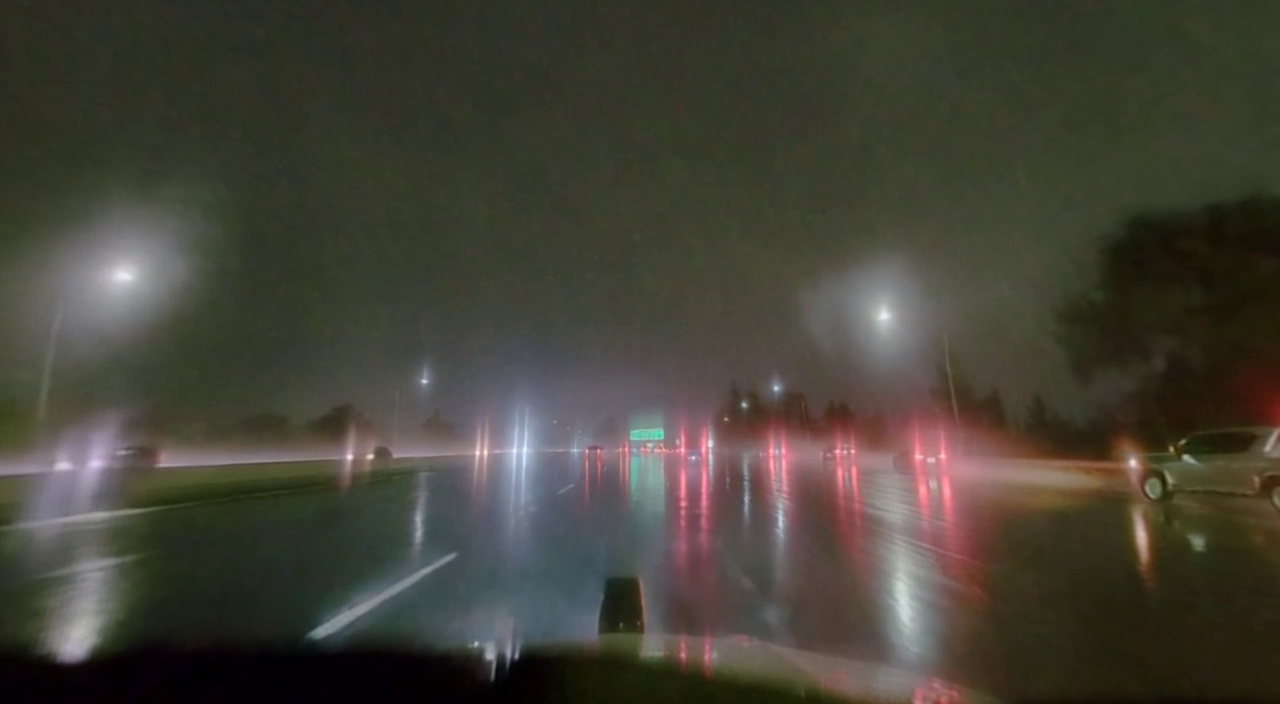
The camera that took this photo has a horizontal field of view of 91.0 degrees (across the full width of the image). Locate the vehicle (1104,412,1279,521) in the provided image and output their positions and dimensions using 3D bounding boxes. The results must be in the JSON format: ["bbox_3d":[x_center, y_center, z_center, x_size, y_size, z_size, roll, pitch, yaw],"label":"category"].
[{"bbox_3d":[14.025,2.540,14.130,2.442,2.140,6.462,0,-9,2],"label":"vehicle"}]

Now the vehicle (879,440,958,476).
[{"bbox_3d":[14.746,5.608,33.638,2.116,1.754,4.727,0,-9,1],"label":"vehicle"}]

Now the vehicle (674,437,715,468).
[{"bbox_3d":[3.341,6.316,39.514,2.147,1.794,4.538,0,-9,-1],"label":"vehicle"}]

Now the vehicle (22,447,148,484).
[{"bbox_3d":[-25.486,5.180,29.136,1.851,1.544,4.348,0,-9,0],"label":"vehicle"}]
